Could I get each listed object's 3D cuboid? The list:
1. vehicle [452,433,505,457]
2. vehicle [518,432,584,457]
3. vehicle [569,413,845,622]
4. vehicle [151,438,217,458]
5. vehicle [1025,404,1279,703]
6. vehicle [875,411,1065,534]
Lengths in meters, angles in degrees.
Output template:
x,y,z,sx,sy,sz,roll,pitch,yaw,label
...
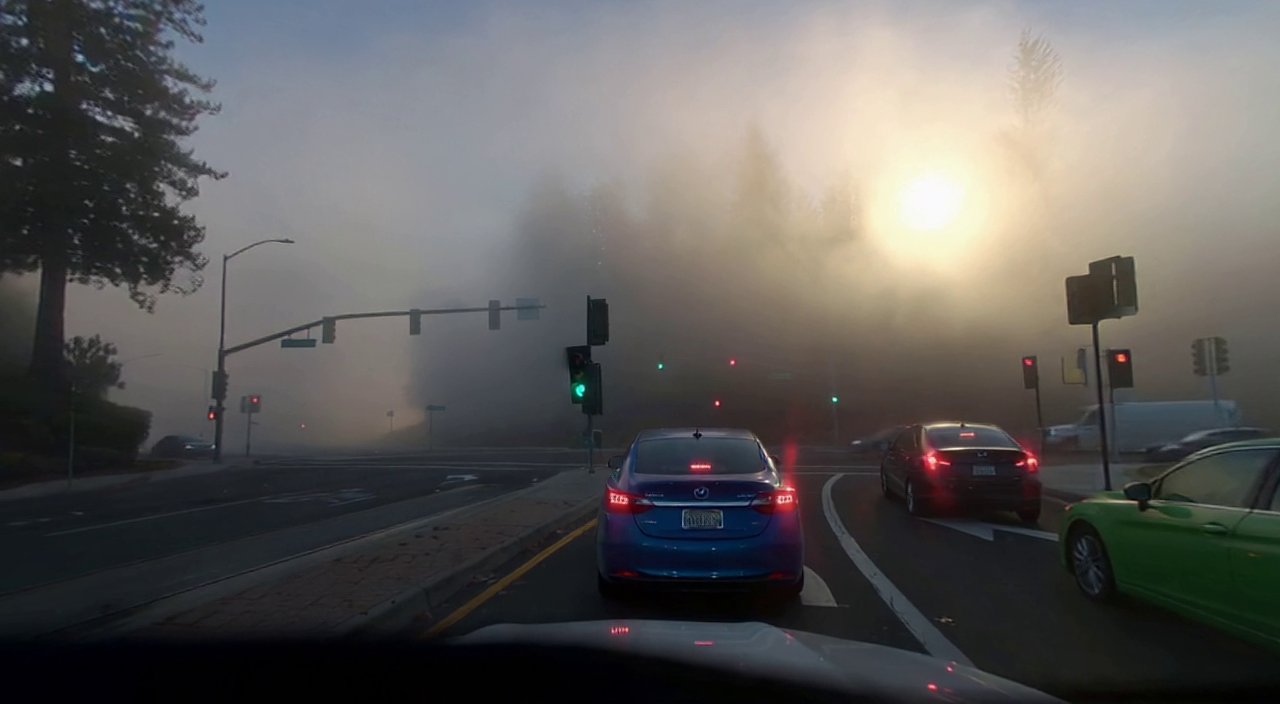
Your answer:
x,y,z,sx,sy,sz,roll,pitch,yaw,label
-12.436,7.117,48.202,1.972,1.705,4.457,8,-11,-43,vehicle
-5.943,6.109,41.553,1.932,1.573,4.509,8,-12,-44,vehicle
0.859,1.497,6.690,2.052,1.483,3.928,-2,-8,12,vehicle
-35.337,7.442,48.660,1.652,1.433,3.733,-7,-11,40,vehicle
4.256,1.055,3.363,1.954,1.508,4.441,-1,-8,6,vehicle
5.553,2.044,11.281,2.102,1.717,4.373,-2,-9,16,vehicle
